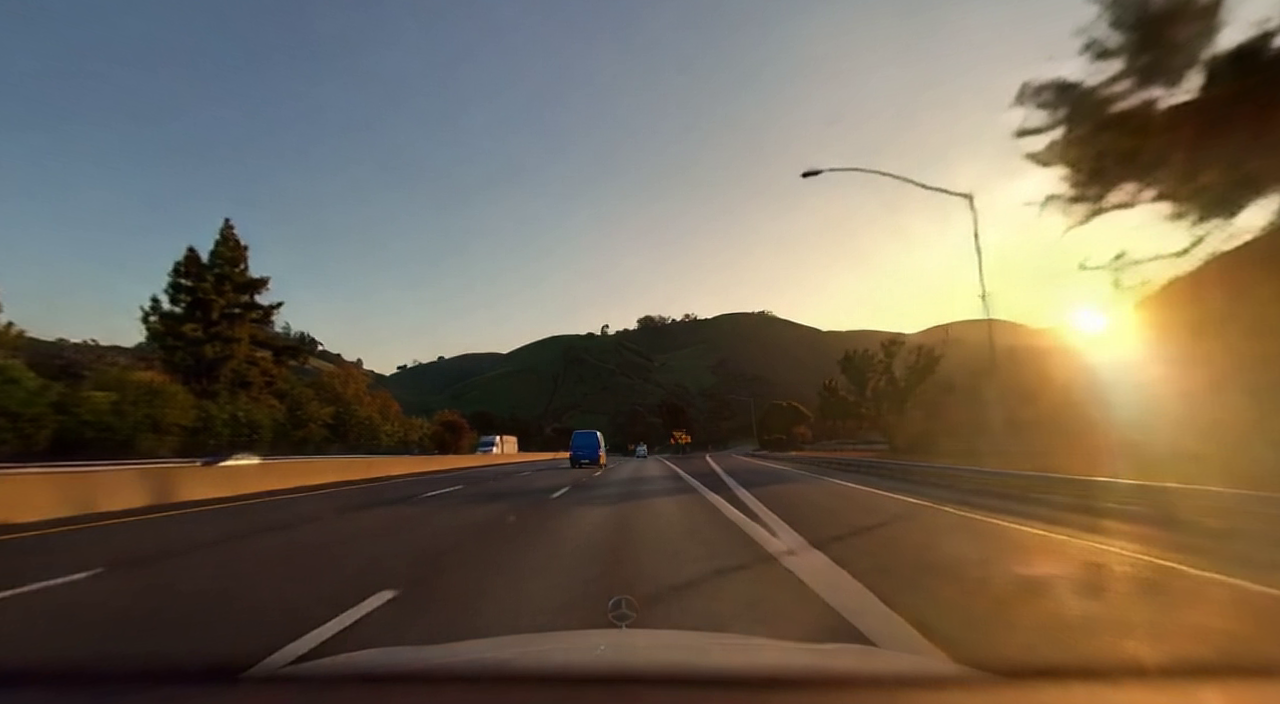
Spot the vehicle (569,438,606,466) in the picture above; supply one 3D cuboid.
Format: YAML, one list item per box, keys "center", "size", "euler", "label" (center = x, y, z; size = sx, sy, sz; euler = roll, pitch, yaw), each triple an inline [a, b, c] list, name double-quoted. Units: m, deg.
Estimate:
- center: [-3.611, 7.000, 44.027]
  size: [2.169, 1.849, 4.639]
  euler: [0, -8, 0]
  label: "vehicle"
